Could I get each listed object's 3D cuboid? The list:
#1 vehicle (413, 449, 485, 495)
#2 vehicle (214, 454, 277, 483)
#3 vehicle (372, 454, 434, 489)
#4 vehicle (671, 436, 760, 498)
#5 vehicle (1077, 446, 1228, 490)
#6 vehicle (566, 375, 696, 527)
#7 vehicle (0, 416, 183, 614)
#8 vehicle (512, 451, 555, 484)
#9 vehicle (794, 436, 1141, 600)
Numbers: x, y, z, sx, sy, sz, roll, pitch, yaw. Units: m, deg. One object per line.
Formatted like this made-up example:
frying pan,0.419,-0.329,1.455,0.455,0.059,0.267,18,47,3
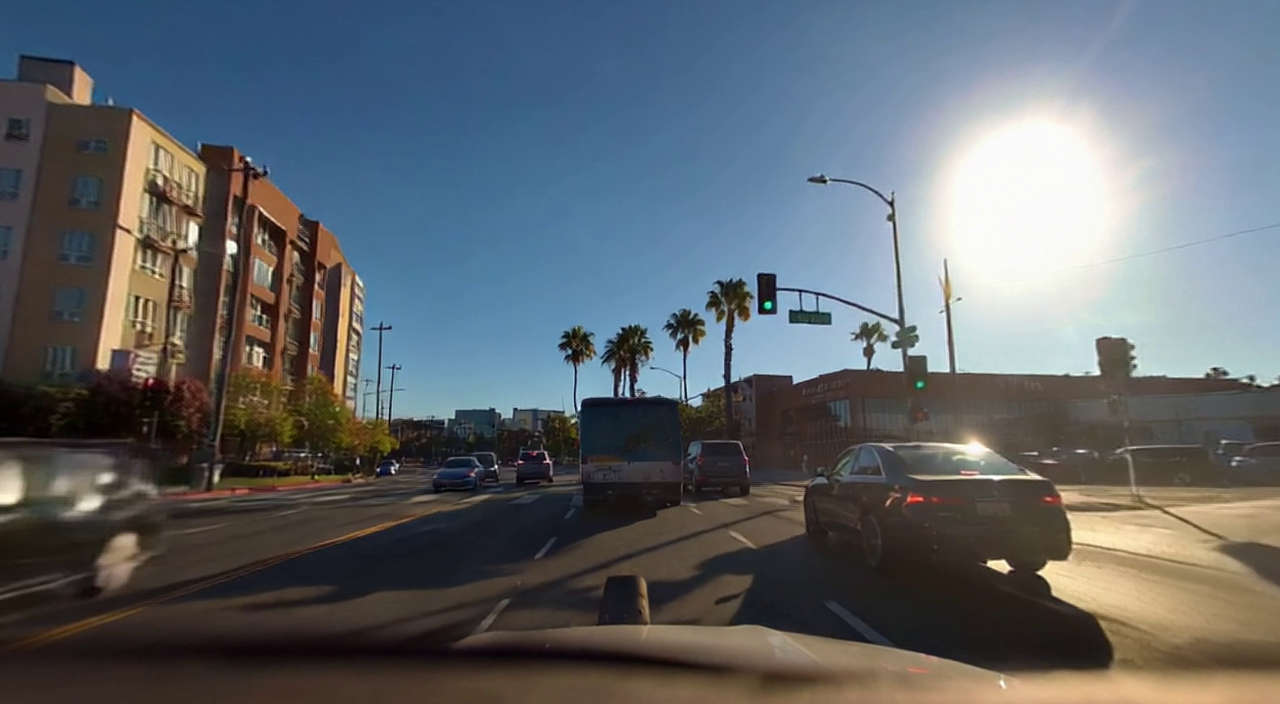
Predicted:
vehicle,-7.195,4.519,24.042,1.801,1.524,3.974,1,-8,-5
vehicle,-24.528,7.234,39.255,1.974,1.597,4.606,2,-8,-15
vehicle,-11.670,5.884,31.213,1.873,1.510,4.151,1,-8,-7
vehicle,2.540,4.053,22.812,2.157,1.944,5.423,1,-8,-4
vehicle,23.699,5.314,29.284,2.111,1.804,4.910,5,-9,-28
vehicle,-0.424,2.352,15.411,2.517,2.926,6.177,1,-8,-5
vehicle,-5.938,1.273,4.847,1.810,1.546,3.981,0,-8,-1
vehicle,-5.623,6.110,33.593,2.033,1.555,4.408,1,-8,-7
vehicle,3.637,1.878,8.235,1.978,1.507,4.636,0,-8,-1
